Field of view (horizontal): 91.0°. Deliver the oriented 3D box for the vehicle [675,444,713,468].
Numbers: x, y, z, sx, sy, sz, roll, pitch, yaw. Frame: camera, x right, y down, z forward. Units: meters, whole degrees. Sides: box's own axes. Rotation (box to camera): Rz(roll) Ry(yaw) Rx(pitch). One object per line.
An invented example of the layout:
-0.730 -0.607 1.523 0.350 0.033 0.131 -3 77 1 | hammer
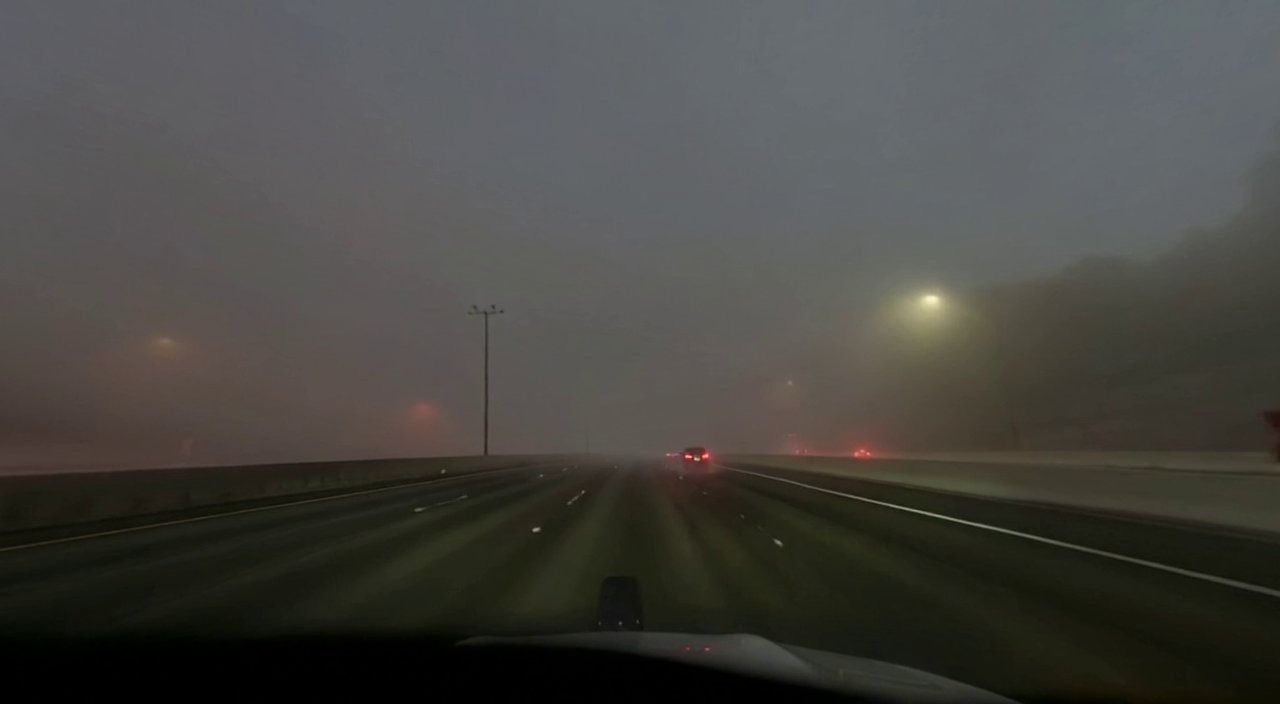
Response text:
3.546 6.888 42.025 2.033 1.501 4.398 0 -9 -1 | vehicle
